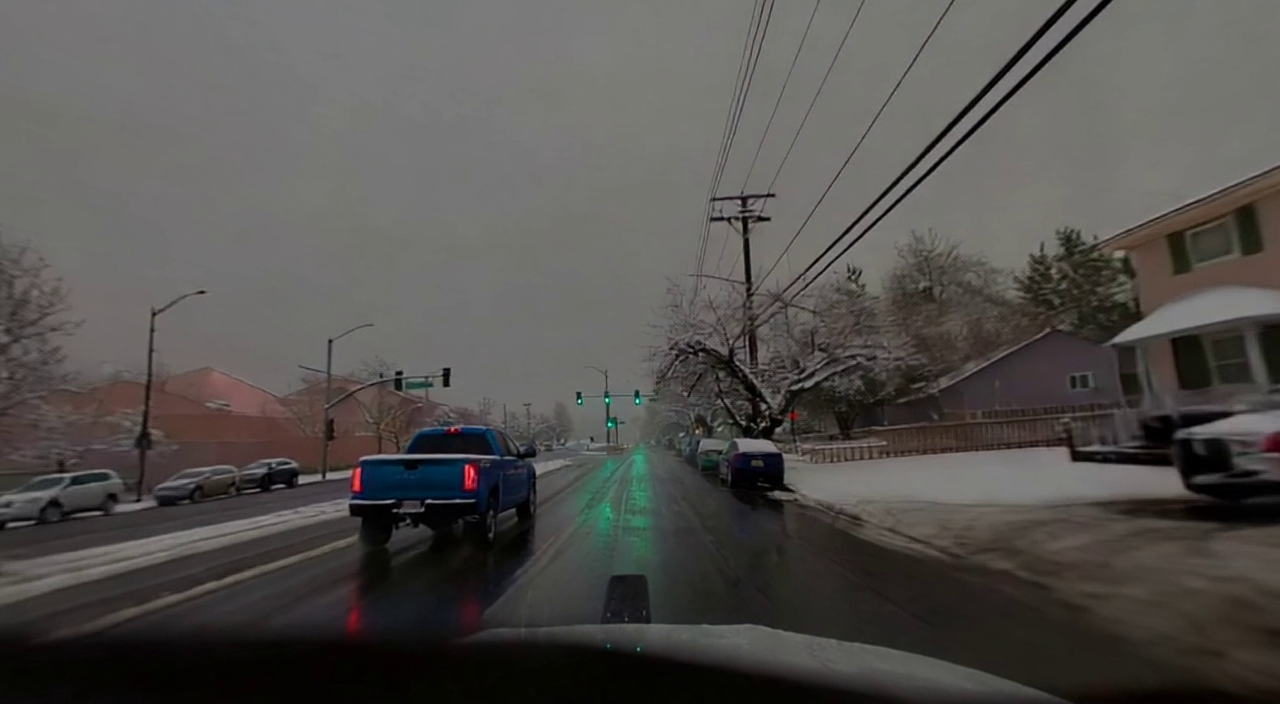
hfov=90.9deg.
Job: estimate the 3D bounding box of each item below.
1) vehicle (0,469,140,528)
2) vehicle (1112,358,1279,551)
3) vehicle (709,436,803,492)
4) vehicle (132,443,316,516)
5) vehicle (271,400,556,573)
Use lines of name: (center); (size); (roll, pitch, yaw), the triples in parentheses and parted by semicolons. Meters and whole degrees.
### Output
vehicle: (-18.945, 4.671, 20.495); (1.820, 1.511, 4.294); (0, -8, 0)
vehicle: (9.002, 1.058, 6.863); (5.715, 1.822, 2.324); (-1, -7, 3)
vehicle: (3.446, 3.420, 19.581); (2.012, 1.491, 4.333); (0, -9, -1)
vehicle: (-12.115, 3.695, 18.909); (2.089, 1.849, 4.940); (-1, -9, 1)
vehicle: (-2.862, 1.880, 9.661); (2.242, 1.890, 5.306); (-1, -9, 2)
